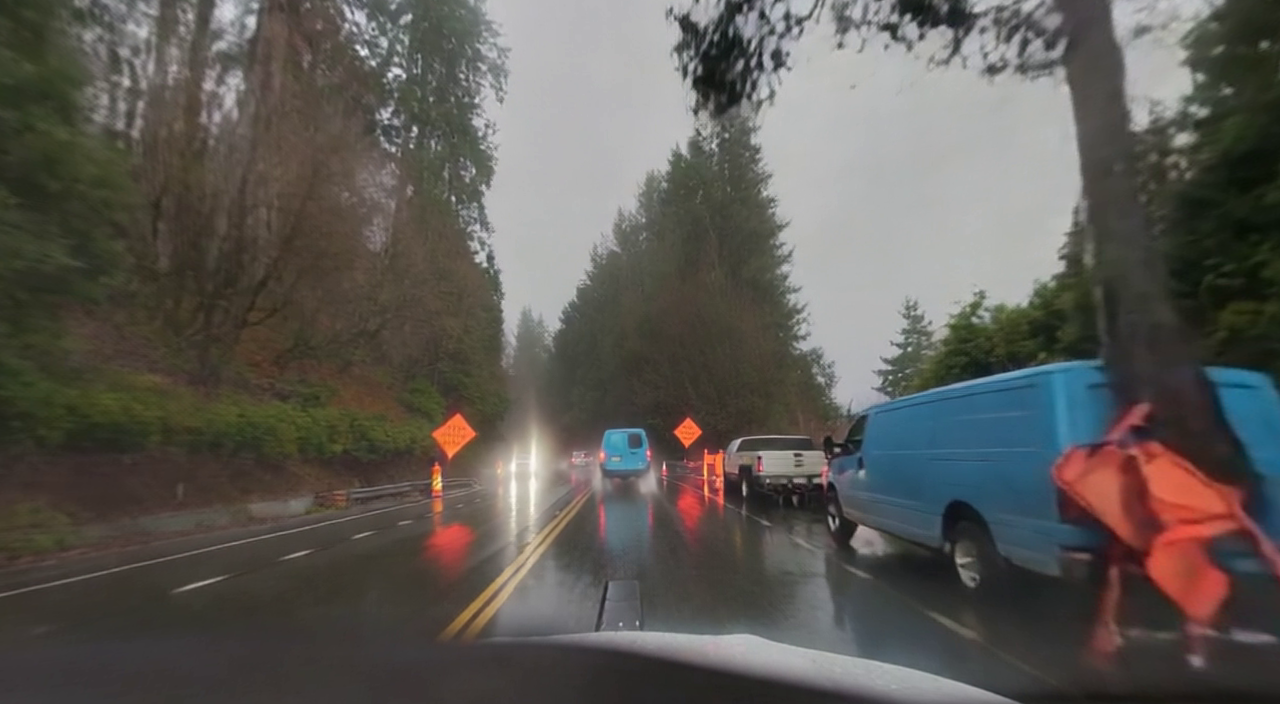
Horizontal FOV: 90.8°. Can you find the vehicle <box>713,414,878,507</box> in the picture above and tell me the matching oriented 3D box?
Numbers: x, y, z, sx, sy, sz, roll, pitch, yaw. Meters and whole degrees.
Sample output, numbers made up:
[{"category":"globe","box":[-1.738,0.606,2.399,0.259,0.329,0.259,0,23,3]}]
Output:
[{"category":"vehicle","box":[3.652,2.799,16.709,2.415,1.932,6.910,0,-9,-2]}]

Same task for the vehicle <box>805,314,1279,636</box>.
[{"category":"vehicle","box":[4.219,1.302,7.612,2.613,2.153,6.713,0,-9,0]}]

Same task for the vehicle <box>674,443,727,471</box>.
[{"category":"vehicle","box":[3.203,5.716,34.352,2.277,1.299,3.889,-2,-9,-3]}]

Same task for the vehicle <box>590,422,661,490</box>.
[{"category":"vehicle","box":[-0.613,3.807,23.370,2.362,2.247,4.892,0,-9,-3]}]

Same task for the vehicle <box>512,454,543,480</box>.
[{"category":"vehicle","box":[-8.091,8.265,45.797,1.992,1.712,4.504,1,-9,-7]}]
